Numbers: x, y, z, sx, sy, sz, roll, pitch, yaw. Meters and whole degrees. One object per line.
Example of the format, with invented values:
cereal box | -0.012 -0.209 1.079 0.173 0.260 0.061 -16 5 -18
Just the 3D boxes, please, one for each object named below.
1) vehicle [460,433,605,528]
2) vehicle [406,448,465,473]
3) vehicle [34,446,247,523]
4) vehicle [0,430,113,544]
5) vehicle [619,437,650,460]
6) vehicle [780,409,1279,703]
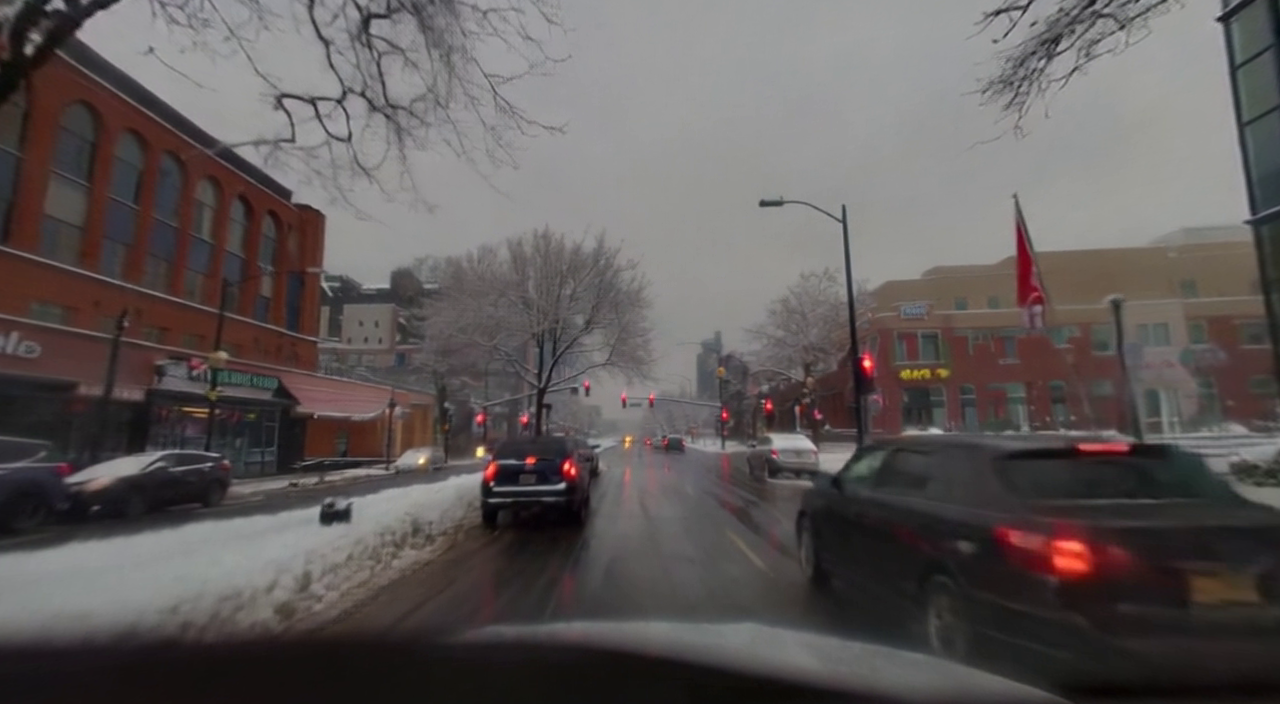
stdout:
vehicle | -1.915 2.304 11.961 2.169 1.427 4.531 1 -9 -7
vehicle | -12.896 6.834 40.032 2.075 1.472 4.638 0 -8 1
vehicle | -12.823 3.373 16.685 2.000 1.708 4.494 0 -8 -1
vehicle | -12.755 2.335 10.702 2.384 2.044 6.030 0 -8 0
vehicle | -0.406 6.812 44.357 2.102 1.521 4.078 0 -8 -1
vehicle | 2.598 1.266 4.450 2.150 1.464 4.467 0 -8 -1
